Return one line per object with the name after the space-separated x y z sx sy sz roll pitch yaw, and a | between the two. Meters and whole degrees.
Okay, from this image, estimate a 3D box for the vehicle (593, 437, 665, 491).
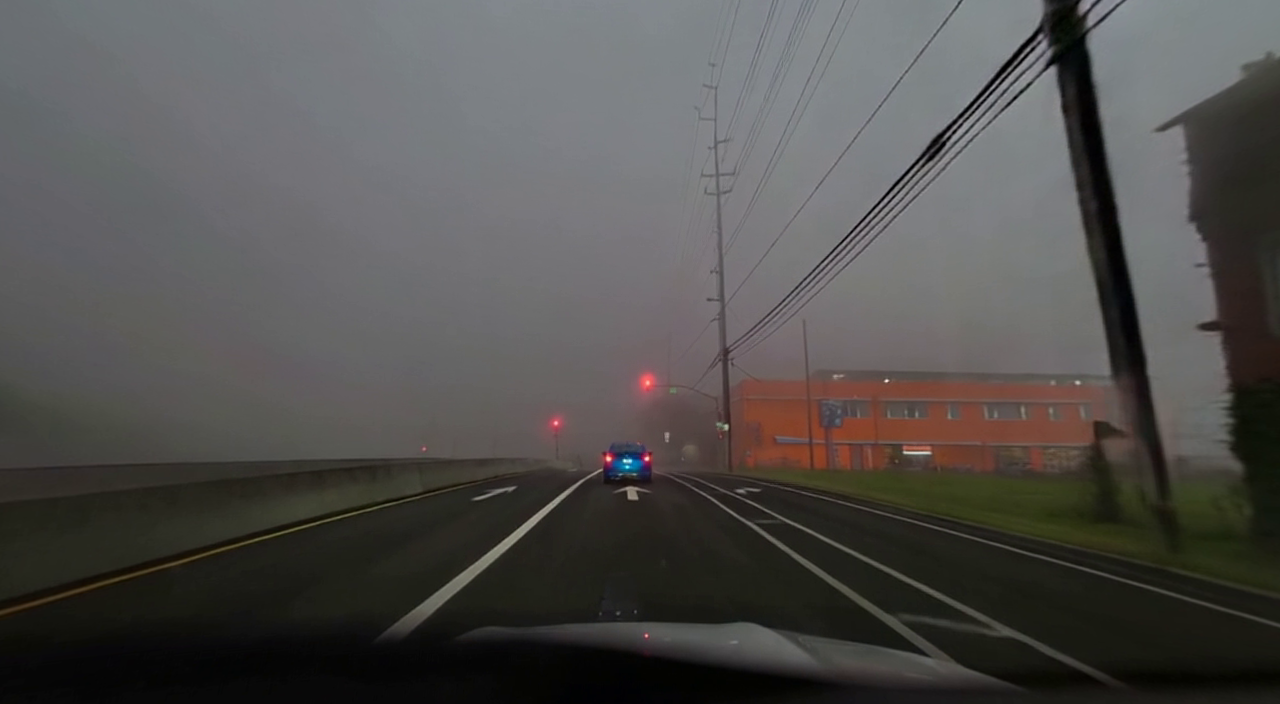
-0.382 3.561 20.464 2.123 1.566 3.662 0 -8 -2 | vehicle
